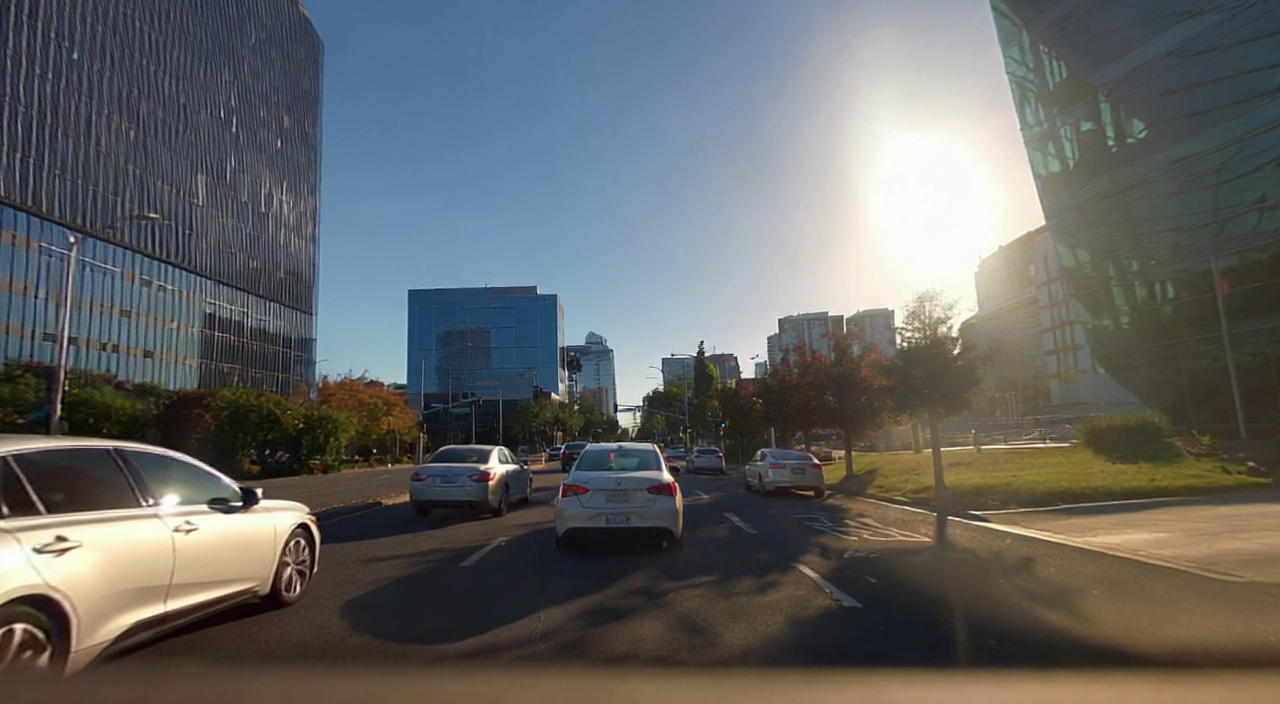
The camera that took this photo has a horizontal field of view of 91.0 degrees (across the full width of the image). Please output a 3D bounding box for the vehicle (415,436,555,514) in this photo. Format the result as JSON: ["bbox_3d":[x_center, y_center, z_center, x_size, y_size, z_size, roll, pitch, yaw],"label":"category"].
[{"bbox_3d":[-3.346,2.752,14.634,2.044,1.508,4.479,0,-9,1],"label":"vehicle"}]

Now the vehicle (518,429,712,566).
[{"bbox_3d":[-0.231,1.964,9.303,2.174,1.509,4.374,0,-9,1],"label":"vehicle"}]

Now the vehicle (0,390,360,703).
[{"bbox_3d":[-3.564,1.098,3.735,1.933,1.520,4.195,0,-9,-1],"label":"vehicle"}]

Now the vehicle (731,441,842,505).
[{"bbox_3d":[3.841,3.225,17.271,1.940,1.514,4.187,0,-9,-1],"label":"vehicle"}]
